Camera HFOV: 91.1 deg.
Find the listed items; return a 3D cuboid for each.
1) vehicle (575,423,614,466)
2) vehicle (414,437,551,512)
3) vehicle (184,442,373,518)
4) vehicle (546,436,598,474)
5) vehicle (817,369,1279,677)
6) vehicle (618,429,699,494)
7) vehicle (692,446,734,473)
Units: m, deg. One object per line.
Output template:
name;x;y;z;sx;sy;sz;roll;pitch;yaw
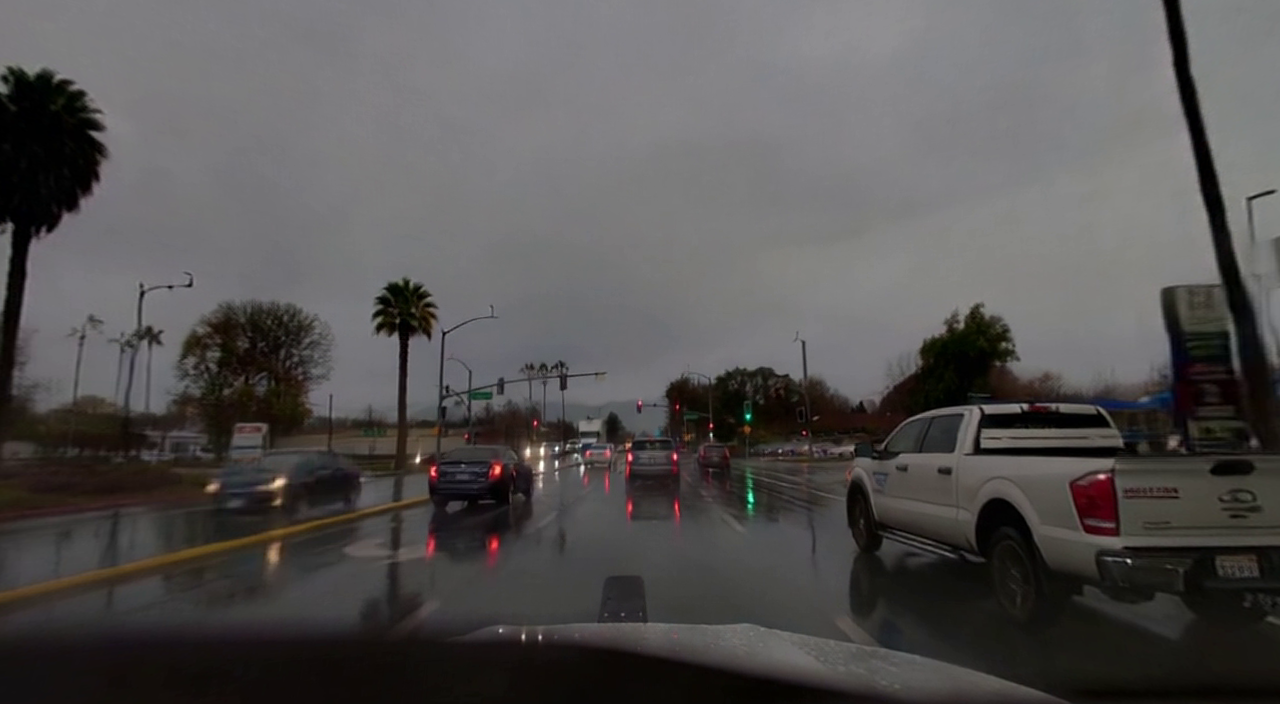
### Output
vehicle;-3.209;6.628;45.062;2.393;2.865;5.466;0;-8;0
vehicle;-3.539;2.845;15.143;1.983;1.502;4.720;0;-8;1
vehicle;-8.118;2.860;14.668;1.921;1.489;4.250;0;-8;-1
vehicle;-3.485;5.367;32.912;2.071;1.811;4.605;0;-8;2
vehicle;3.705;1.407;6.567;2.120;1.828;5.531;0;-8;1
vehicle;0.525;3.515;20.647;2.295;1.835;5.471;0;-8;0
vehicle;4.124;6.096;35.941;1.901;1.401;3.965;0;-8;0
